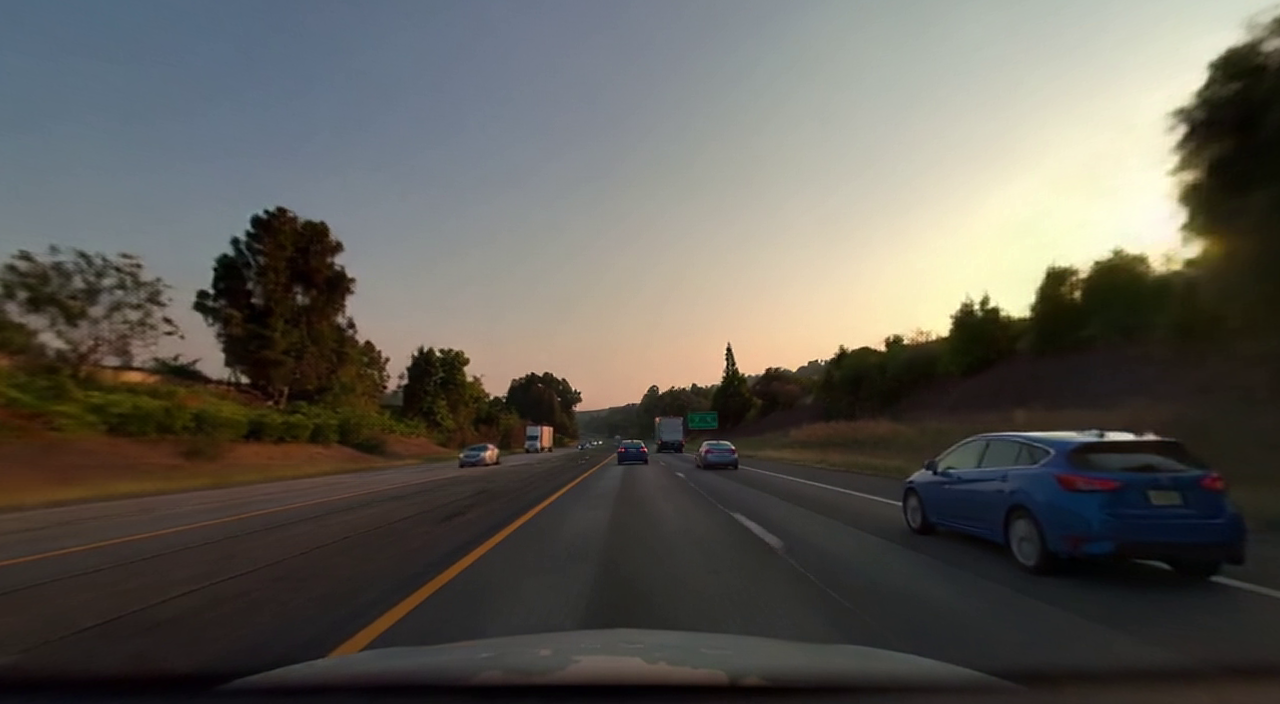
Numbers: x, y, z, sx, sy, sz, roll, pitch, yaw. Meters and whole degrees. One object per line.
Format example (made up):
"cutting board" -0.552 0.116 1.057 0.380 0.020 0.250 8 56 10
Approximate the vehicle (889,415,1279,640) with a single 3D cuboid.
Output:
"vehicle" 4.534 1.487 6.510 2.066 1.526 4.216 0 -8 -2

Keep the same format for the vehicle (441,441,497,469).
"vehicle" -9.741 5.888 36.210 2.154 1.488 4.002 0 -8 -1

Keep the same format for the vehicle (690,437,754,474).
"vehicle" 3.483 4.475 27.602 2.004 1.469 4.472 0 -8 -2

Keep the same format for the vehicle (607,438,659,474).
"vehicle" -0.324 4.505 27.702 2.143 1.466 3.693 0 -8 -1
